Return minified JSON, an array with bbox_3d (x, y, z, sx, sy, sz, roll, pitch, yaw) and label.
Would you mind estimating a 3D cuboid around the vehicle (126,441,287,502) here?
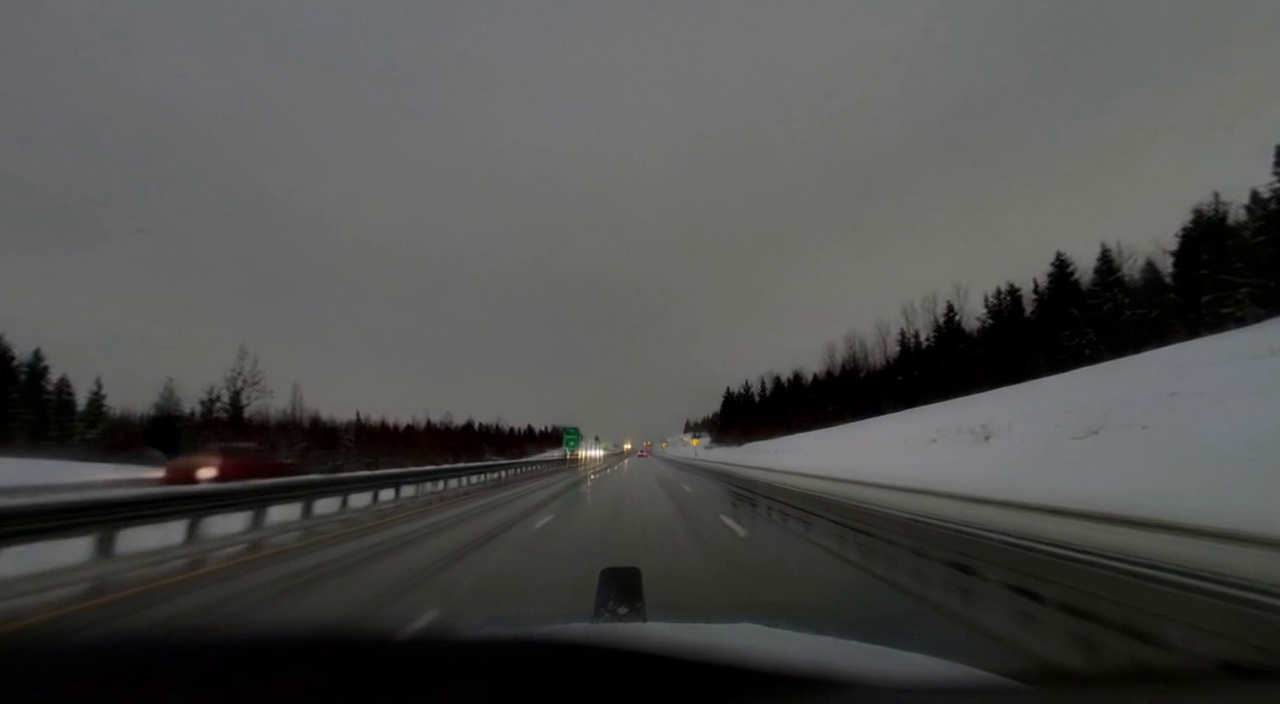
[{"bbox_3d":[-14.470,3.986,21.455,2.065,1.832,4.651,0,-9,1],"label":"vehicle"}]
